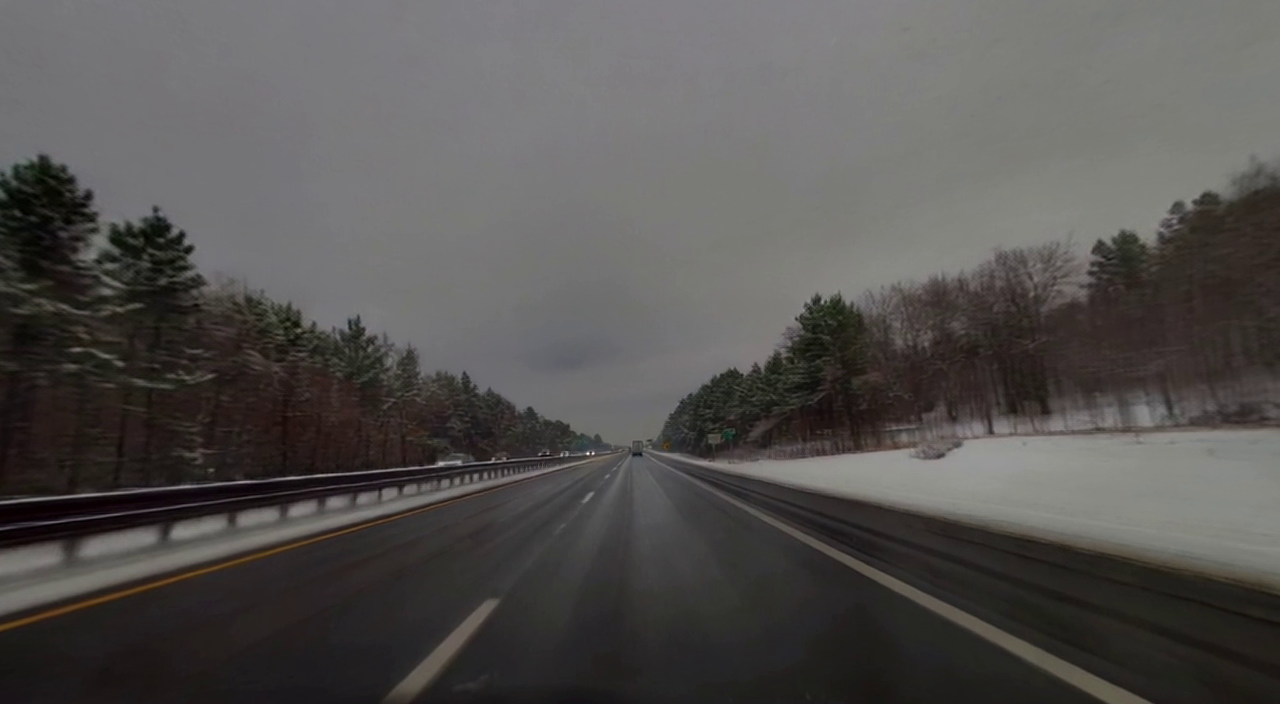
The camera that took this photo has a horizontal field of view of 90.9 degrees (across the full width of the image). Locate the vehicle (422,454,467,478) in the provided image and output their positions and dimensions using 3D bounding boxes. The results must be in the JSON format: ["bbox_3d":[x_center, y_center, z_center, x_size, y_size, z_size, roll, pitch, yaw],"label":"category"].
[{"bbox_3d":[-12.872,7.512,41.729,1.775,1.422,3.753,0,-9,-1],"label":"vehicle"}]
